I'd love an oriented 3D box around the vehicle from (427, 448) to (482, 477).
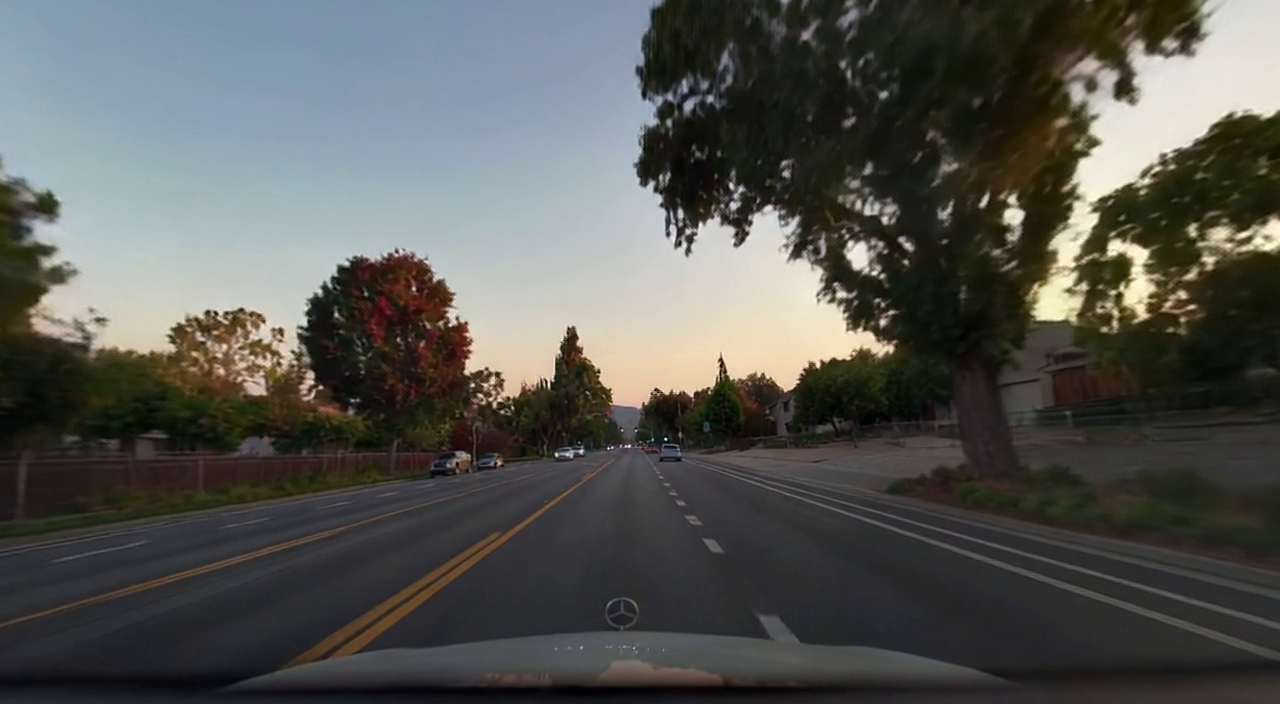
[{"bbox_3d":[-12.456,7.471,42.837,2.094,1.797,5.655,0,-9,0],"label":"vehicle"}]
